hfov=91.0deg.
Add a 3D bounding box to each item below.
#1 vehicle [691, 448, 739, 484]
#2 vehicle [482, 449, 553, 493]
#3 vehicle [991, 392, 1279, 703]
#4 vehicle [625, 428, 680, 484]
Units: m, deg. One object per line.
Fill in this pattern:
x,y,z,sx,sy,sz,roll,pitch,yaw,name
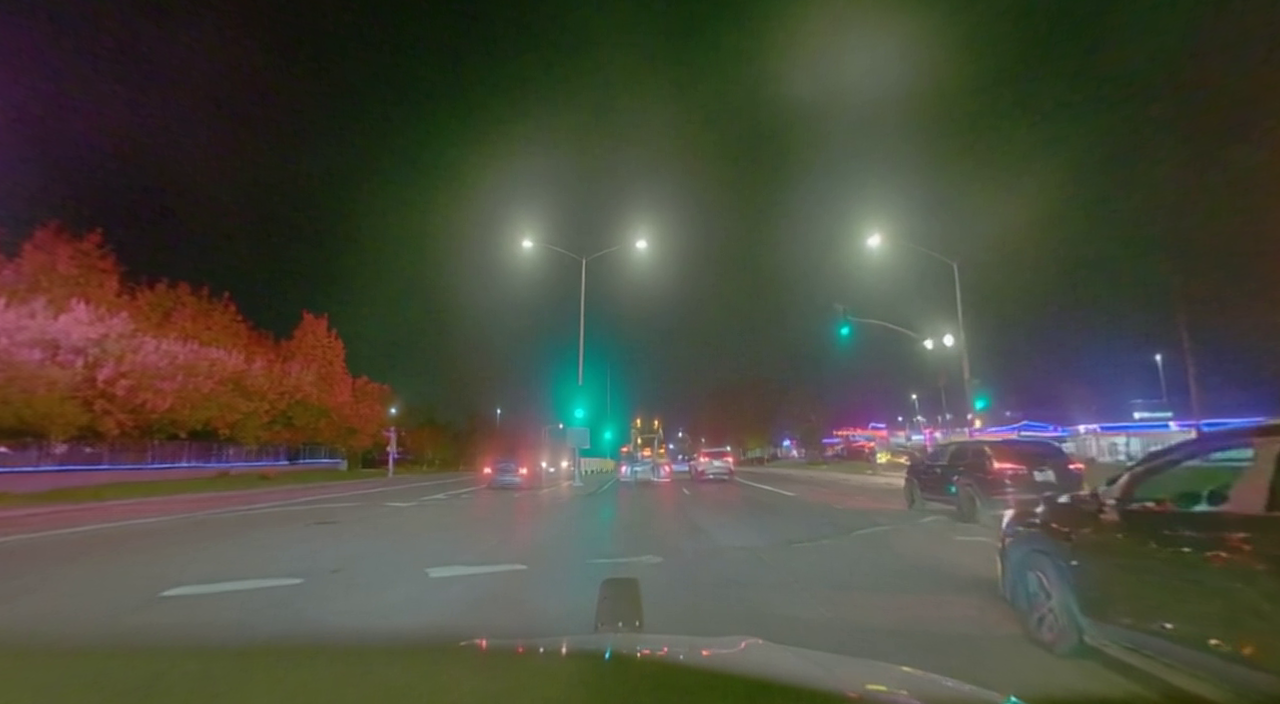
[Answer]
3.926,6.046,33.793,2.025,1.754,4.311,0,-9,0,vehicle
-4.690,4.596,24.753,2.001,1.518,4.316,0,-9,-1,vehicle
3.568,0.983,2.538,2.025,1.618,3.949,0,-9,1,vehicle
0.549,5.167,31.527,2.370,2.518,3.858,-1,-8,-3,vehicle
